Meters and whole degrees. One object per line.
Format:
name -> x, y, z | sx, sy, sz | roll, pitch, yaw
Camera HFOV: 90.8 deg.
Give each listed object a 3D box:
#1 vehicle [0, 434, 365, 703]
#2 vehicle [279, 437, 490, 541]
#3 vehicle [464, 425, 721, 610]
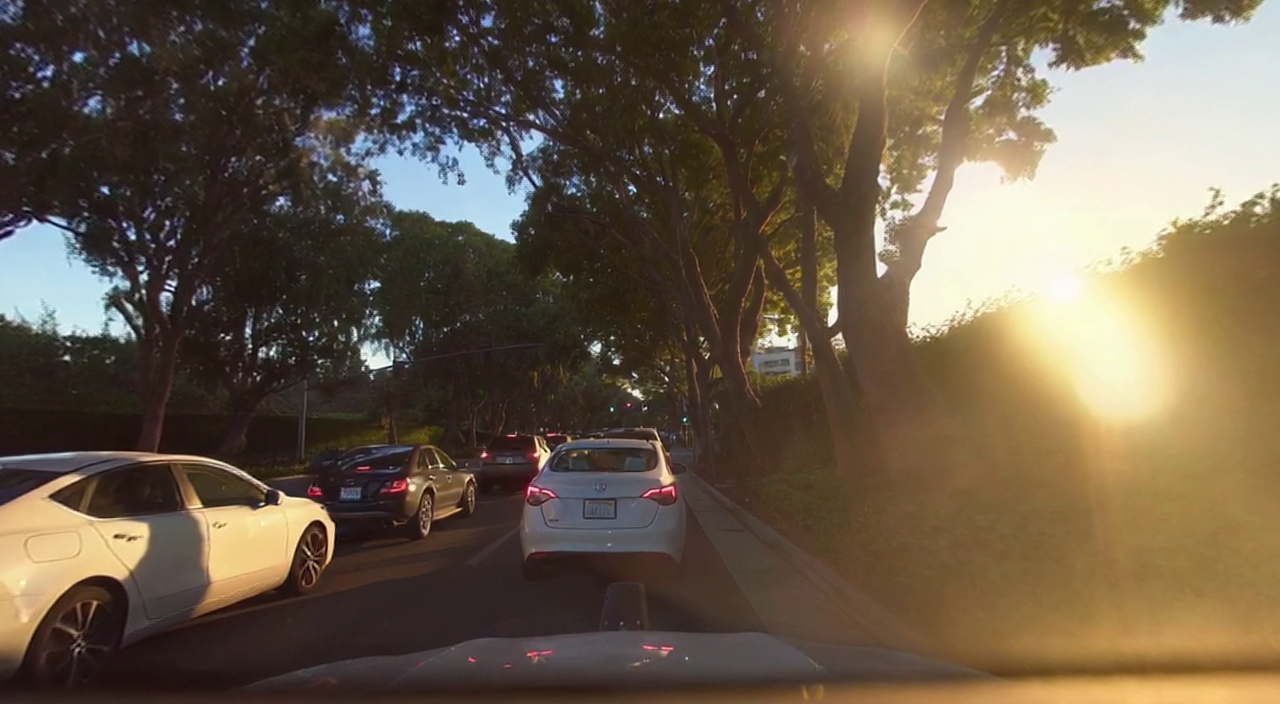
vehicle -> -3.810, 1.318, 4.468 | 1.784, 1.408, 4.141 | 0, -8, 1
vehicle -> -4.256, 2.325, 11.466 | 1.898, 1.503, 4.453 | 0, -8, 1
vehicle -> -0.408, 1.683, 7.375 | 2.127, 1.517, 4.090 | 0, -8, 0
